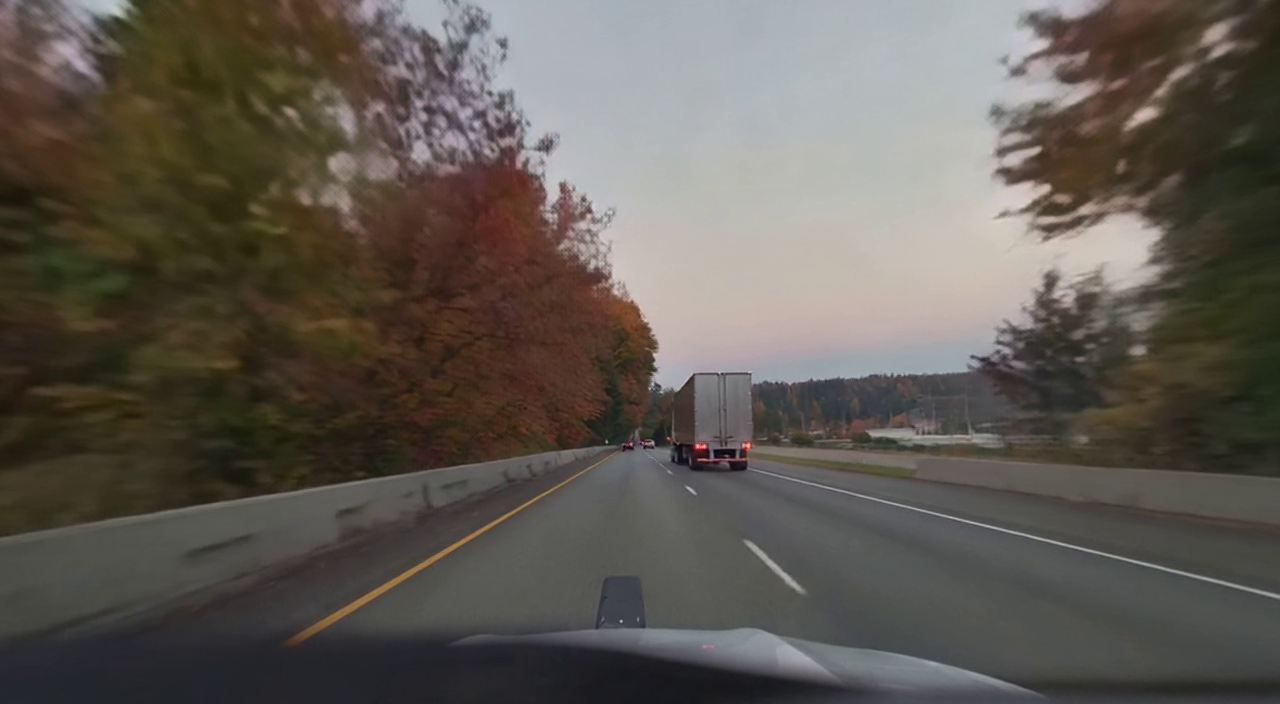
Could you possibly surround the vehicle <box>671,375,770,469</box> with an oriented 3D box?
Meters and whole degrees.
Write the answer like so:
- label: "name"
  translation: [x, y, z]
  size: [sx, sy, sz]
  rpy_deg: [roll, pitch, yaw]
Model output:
- label: "vehicle"
  translation: [3.879, 4.084, 34.813]
  size: [3.357, 4.101, 14.659]
  rpy_deg: [0, -8, -1]
